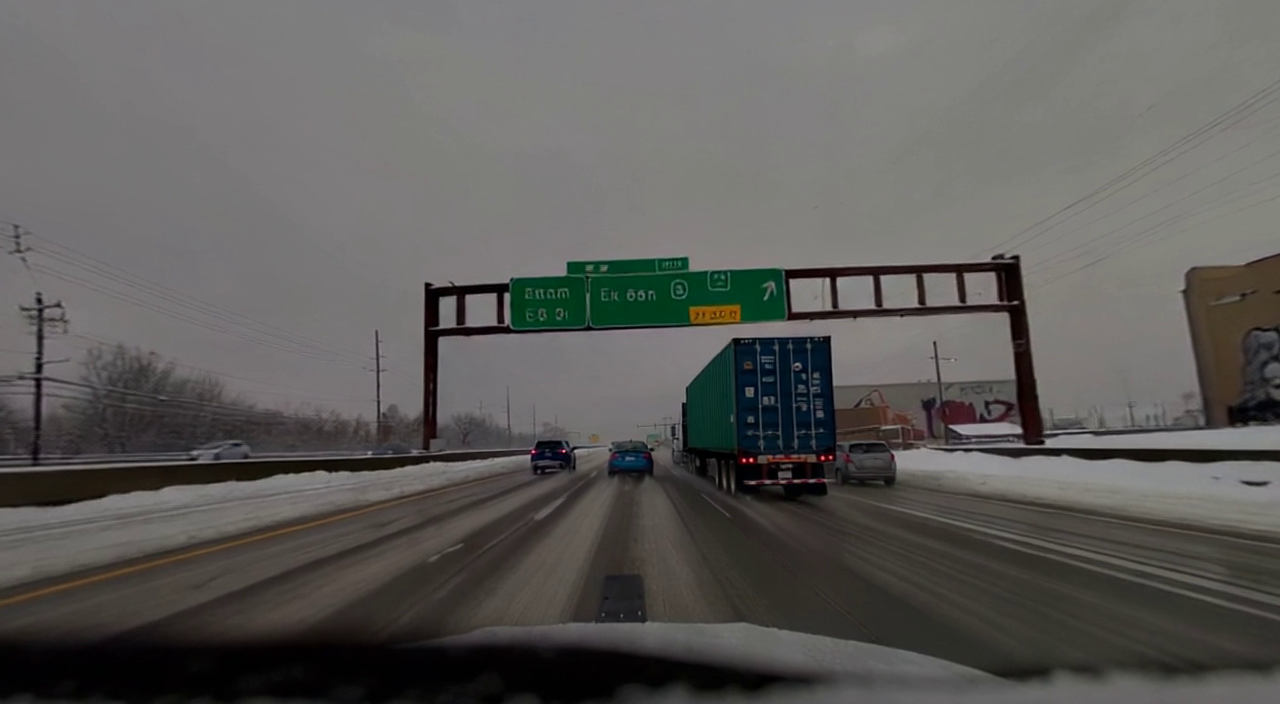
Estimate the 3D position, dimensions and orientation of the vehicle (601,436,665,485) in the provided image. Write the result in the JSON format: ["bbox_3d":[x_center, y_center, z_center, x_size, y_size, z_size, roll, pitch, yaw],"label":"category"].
[{"bbox_3d":[-0.254,4.029,23.713,2.191,1.685,4.015,0,-9,0],"label":"vehicle"}]

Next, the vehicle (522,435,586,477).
[{"bbox_3d":[-3.984,4.932,30.063,2.264,1.804,4.584,0,-9,2],"label":"vehicle"}]

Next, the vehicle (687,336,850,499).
[{"bbox_3d":[3.649,2.587,22.273,2.800,4.039,13.179,0,-9,-1],"label":"vehicle"}]

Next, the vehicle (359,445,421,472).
[{"bbox_3d":[-14.545,6.220,37.068,1.959,1.487,4.293,0,-9,-2],"label":"vehicle"}]

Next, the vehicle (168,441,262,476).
[{"bbox_3d":[-21.639,5.438,32.430,1.869,1.663,4.408,0,-9,-2],"label":"vehicle"}]

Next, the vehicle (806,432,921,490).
[{"bbox_3d":[7.328,3.639,21.350,2.202,1.731,4.628,0,-9,0],"label":"vehicle"}]
